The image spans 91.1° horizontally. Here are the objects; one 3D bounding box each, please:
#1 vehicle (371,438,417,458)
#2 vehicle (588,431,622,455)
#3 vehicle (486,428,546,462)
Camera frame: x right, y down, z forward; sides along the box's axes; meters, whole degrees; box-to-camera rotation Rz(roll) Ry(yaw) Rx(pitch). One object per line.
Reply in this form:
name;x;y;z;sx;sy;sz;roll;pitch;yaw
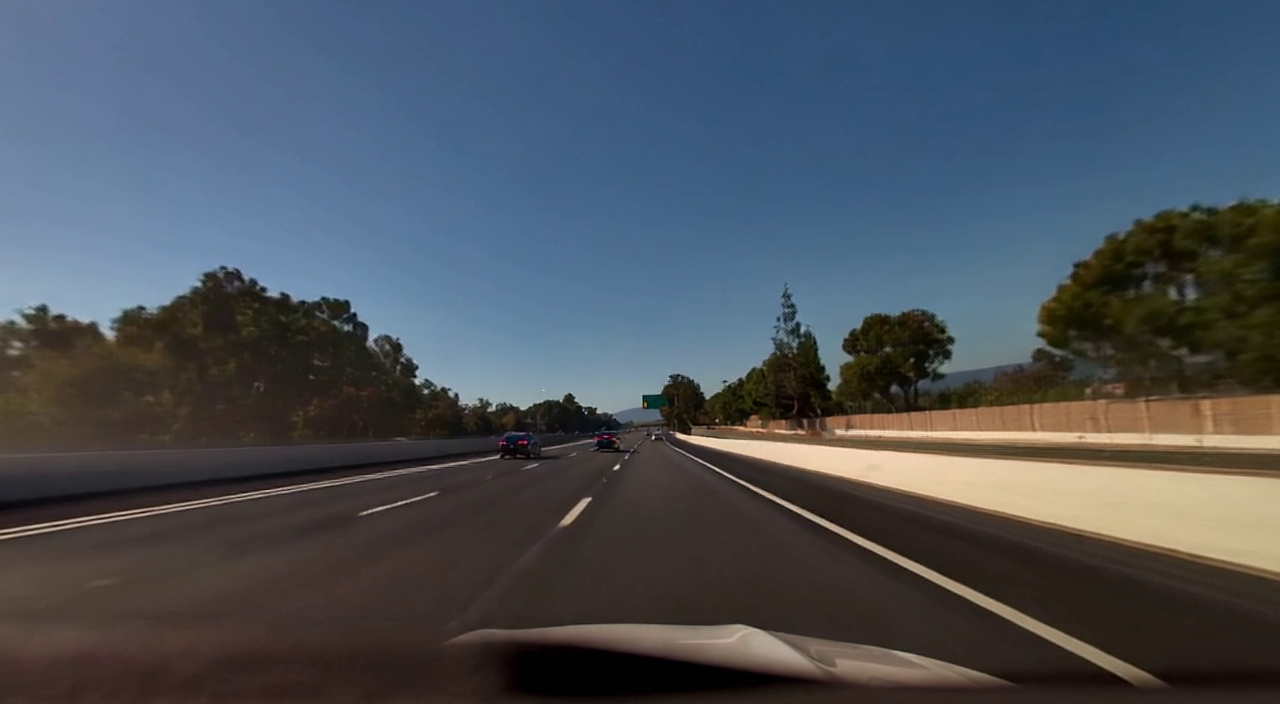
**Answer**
vehicle;-18.928;7.397;48.532;1.898;1.466;3.956;0;-7;0
vehicle;-2.352;6.283;43.616;2.064;1.571;4.225;0;-8;1
vehicle;-6.288;4.774;32.379;2.113;1.632;4.409;0;-8;1
